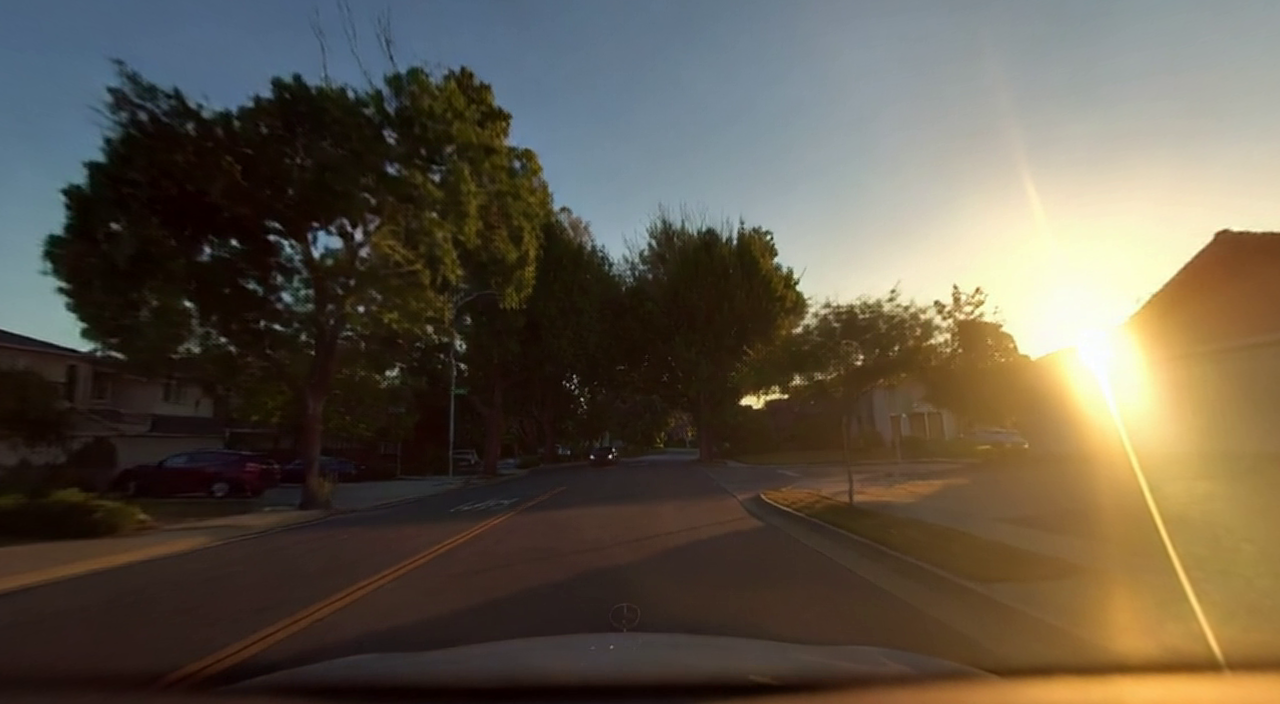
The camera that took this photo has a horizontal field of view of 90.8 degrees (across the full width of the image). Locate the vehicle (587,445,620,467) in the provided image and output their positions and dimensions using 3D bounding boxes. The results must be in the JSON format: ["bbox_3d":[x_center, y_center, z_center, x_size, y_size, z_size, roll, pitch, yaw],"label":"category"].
[{"bbox_3d":[-2.822,8.205,49.807,2.025,1.660,4.151,-1,-9,5],"label":"vehicle"}]

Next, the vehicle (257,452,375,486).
[{"bbox_3d":[-14.803,5.349,29.057,4.370,1.482,1.926,0,-9,3],"label":"vehicle"}]

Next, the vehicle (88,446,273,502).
[{"bbox_3d":[-14.504,3.857,20.180,4.237,1.687,1.970,1,-9,-3],"label":"vehicle"}]
